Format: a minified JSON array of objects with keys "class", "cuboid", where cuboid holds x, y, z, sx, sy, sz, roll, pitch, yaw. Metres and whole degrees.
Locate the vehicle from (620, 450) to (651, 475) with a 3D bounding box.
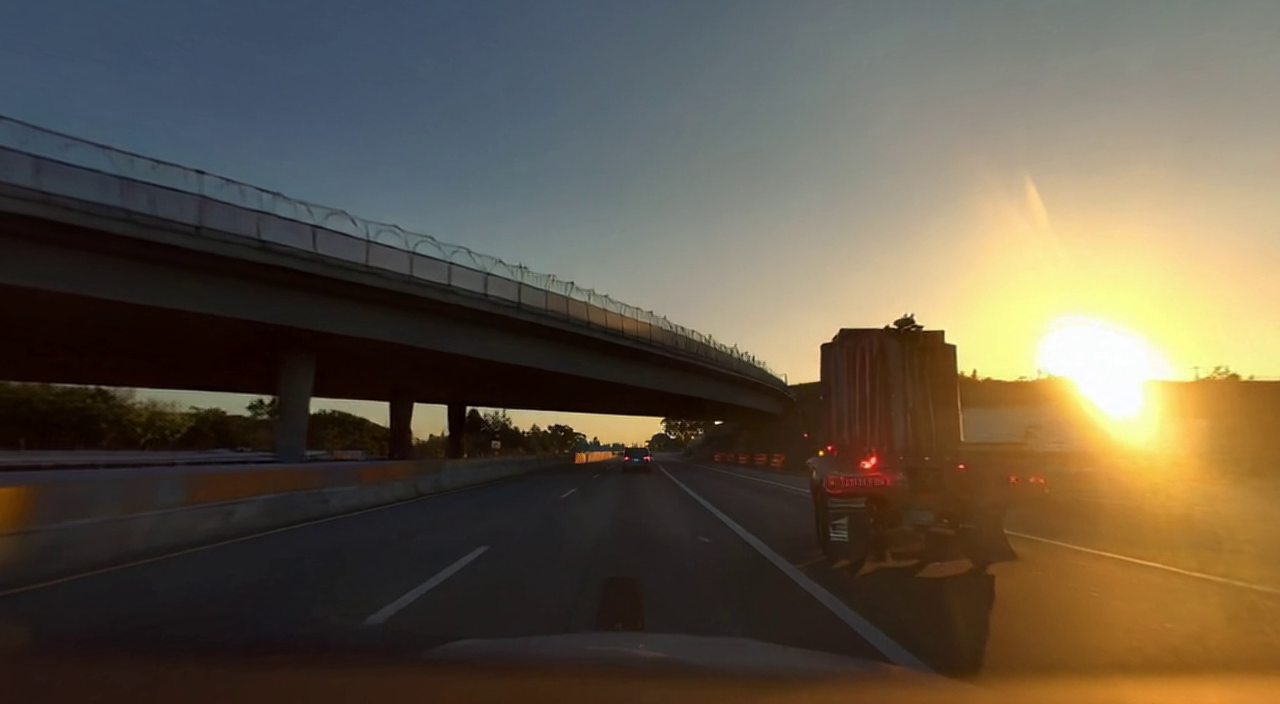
[{"class":"vehicle","cuboid":[-0.212,6.591,37.752,1.695,1.437,3.506,0,-9,2]}]
